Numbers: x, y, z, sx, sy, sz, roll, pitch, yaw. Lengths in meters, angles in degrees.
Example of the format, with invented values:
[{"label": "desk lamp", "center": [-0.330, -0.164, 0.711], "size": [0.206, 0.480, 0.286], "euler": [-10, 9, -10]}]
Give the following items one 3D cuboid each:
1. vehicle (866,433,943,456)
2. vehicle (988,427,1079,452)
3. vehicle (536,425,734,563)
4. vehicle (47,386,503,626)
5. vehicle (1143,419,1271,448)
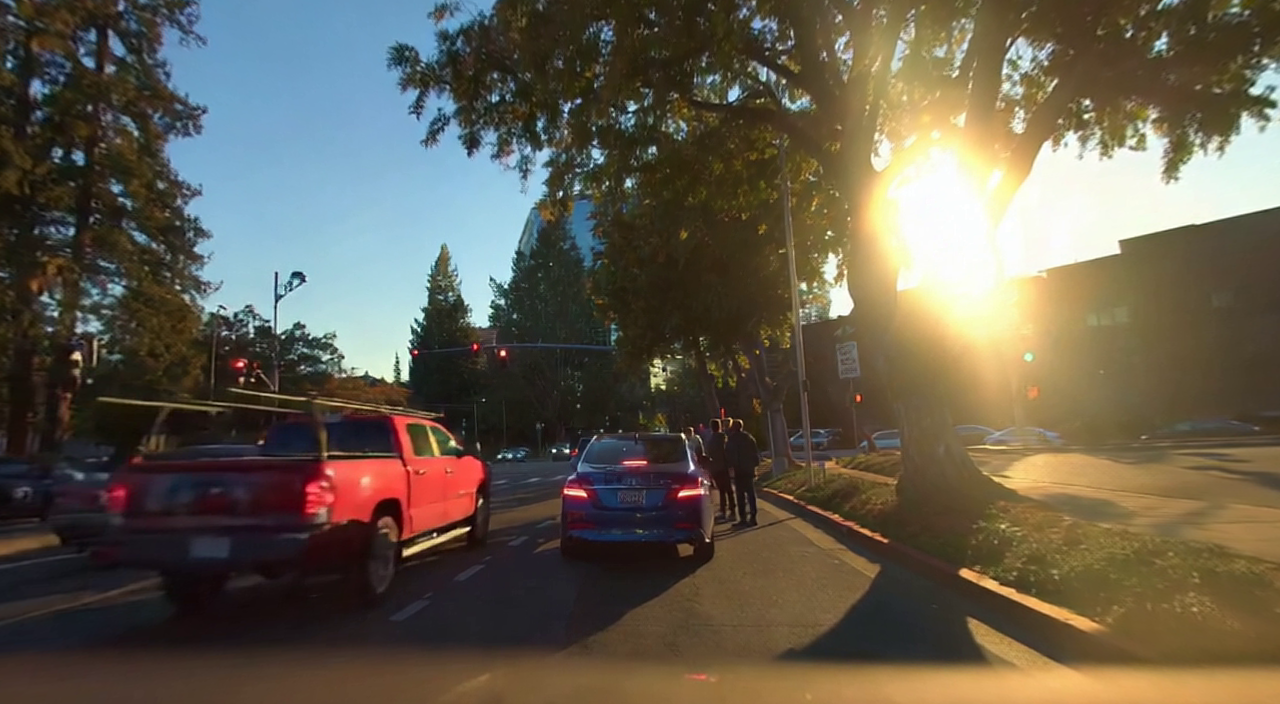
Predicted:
[{"label": "vehicle", "center": [17.496, 6.127, 41.572], "size": [4.441, 1.452, 1.798], "euler": [-5, -10, 30]}, {"label": "vehicle", "center": [23.824, 5.328, 38.152], "size": [4.454, 1.440, 1.816], "euler": [-5, -10, 30]}, {"label": "vehicle", "center": [-0.040, 1.887, 9.077], "size": [2.182, 1.501, 4.150], "euler": [0, -9, 0]}, {"label": "vehicle", "center": [-3.380, 1.555, 7.406], "size": [2.223, 1.826, 4.990], "euler": [0, -9, 2]}, {"label": "vehicle", "center": [30.631, 4.460, 34.122], "size": [4.739, 1.472, 1.804], "euler": [-5, -10, 29]}]
